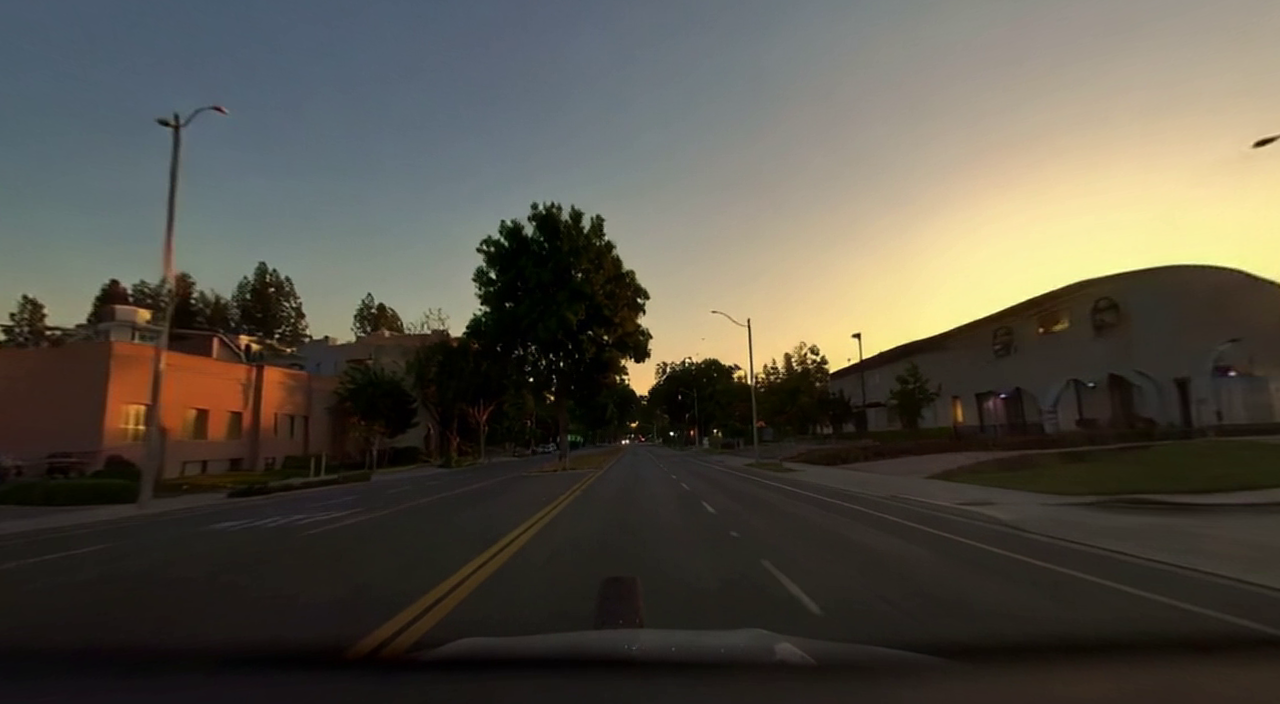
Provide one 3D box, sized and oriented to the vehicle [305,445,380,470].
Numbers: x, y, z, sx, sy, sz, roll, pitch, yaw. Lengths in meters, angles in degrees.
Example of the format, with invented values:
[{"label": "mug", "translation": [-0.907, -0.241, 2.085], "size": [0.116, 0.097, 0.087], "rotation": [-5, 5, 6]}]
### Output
[{"label": "vehicle", "translation": [-23.166, 8.236, 49.291], "size": [4.794, 1.869, 2.060], "rotation": [-1, -9, 4]}]
